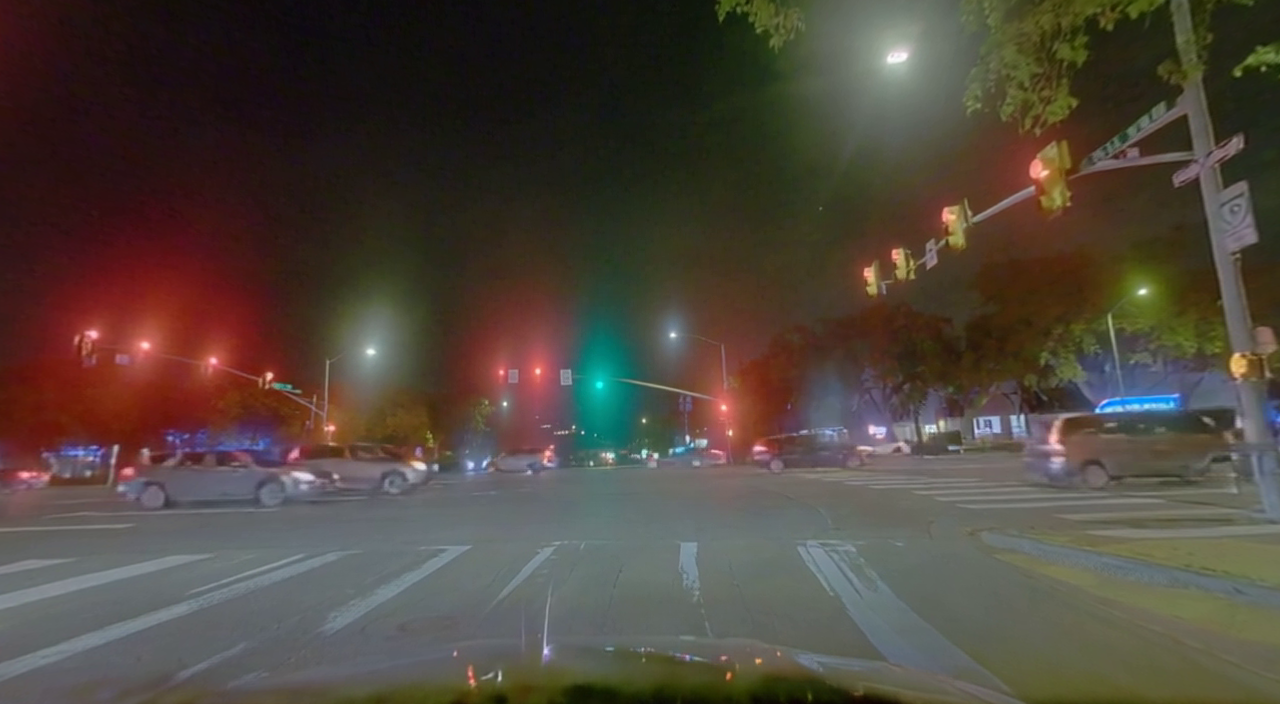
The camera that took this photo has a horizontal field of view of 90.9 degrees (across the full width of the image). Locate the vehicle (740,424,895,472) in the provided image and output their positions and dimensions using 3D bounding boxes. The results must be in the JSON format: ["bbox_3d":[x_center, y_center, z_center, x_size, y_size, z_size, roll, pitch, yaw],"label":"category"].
[{"bbox_3d":[5.705,3.169,20.780,4.606,1.479,1.821,-1,-9,6],"label":"vehicle"}]

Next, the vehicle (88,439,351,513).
[{"bbox_3d":[-9.403,2.775,14.317,4.808,1.517,1.806,-1,-9,6],"label":"vehicle"}]

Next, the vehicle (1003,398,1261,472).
[{"bbox_3d":[12.434,2.178,16.284,4.673,1.740,2.150,-1,-9,6],"label":"vehicle"}]

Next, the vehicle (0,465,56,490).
[{"bbox_3d":[-40.513,8.021,40.201,4.785,1.472,1.799,-1,-9,4],"label":"vehicle"}]

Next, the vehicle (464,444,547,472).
[{"bbox_3d":[-7.816,6.172,36.833,4.397,1.582,1.820,-1,-9,6],"label":"vehicle"}]

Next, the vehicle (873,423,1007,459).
[{"bbox_3d":[13.035,3.915,27.650,4.906,1.485,1.857,-1,-9,7],"label":"vehicle"}]
